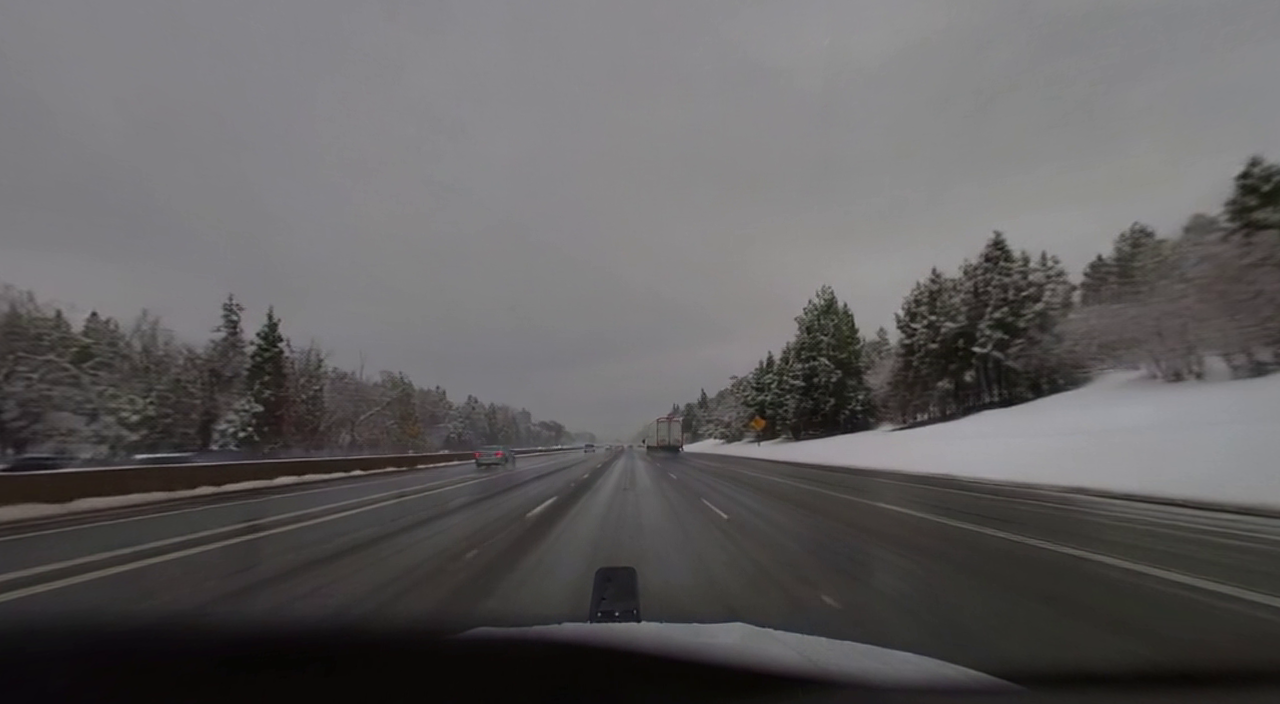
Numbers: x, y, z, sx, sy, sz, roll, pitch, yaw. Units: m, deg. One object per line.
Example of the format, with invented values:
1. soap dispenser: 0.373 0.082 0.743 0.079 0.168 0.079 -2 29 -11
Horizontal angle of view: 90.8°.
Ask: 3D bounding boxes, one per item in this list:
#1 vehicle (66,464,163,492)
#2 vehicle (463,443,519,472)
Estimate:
1. vehicle: -30.527 7.303 36.899 1.823 1.446 4.444 0 -9 0
2. vehicle: -8.206 5.816 35.144 2.033 1.494 4.508 0 -9 0
